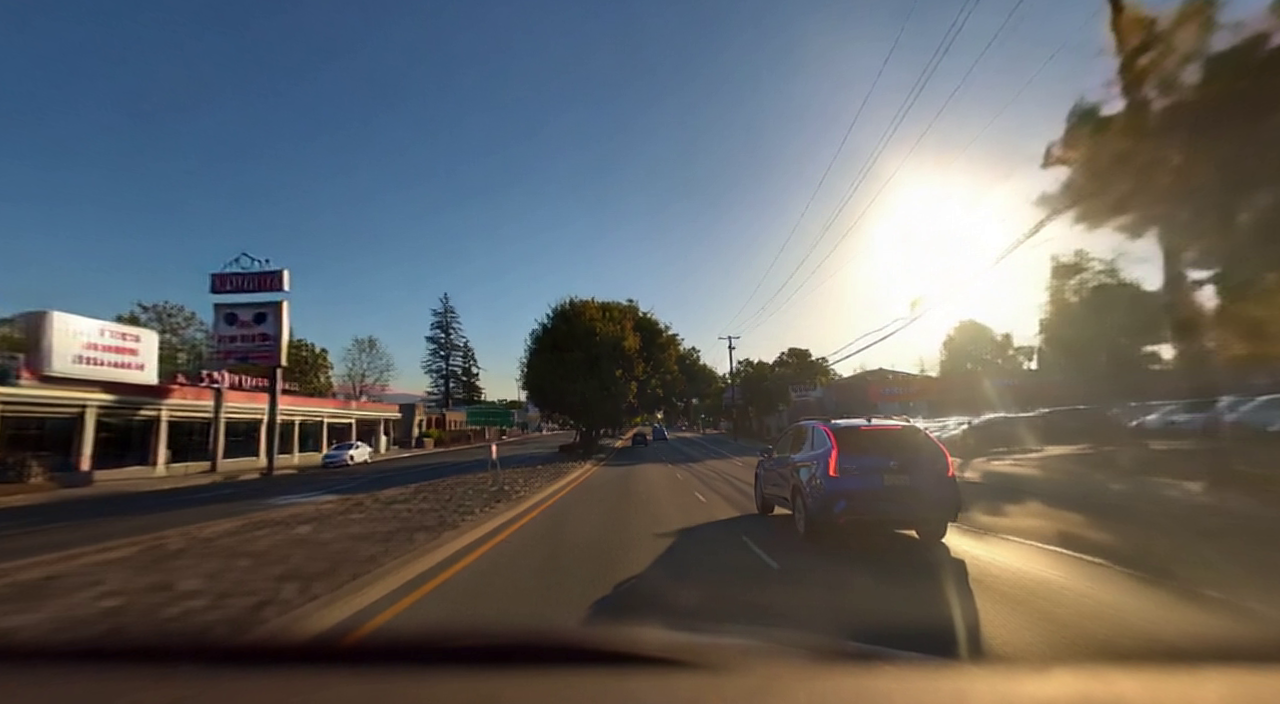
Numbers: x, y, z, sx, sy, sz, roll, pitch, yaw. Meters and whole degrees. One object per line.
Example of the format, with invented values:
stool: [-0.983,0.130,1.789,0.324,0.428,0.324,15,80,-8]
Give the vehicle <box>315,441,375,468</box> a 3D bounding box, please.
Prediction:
vehicle: [-19.462,6.761,41.871,1.988,1.634,4.301,0,-8,-1]

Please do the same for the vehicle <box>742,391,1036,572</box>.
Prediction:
vehicle: [2.873,1.639,8.712,2.130,1.790,4.615,0,-8,0]
